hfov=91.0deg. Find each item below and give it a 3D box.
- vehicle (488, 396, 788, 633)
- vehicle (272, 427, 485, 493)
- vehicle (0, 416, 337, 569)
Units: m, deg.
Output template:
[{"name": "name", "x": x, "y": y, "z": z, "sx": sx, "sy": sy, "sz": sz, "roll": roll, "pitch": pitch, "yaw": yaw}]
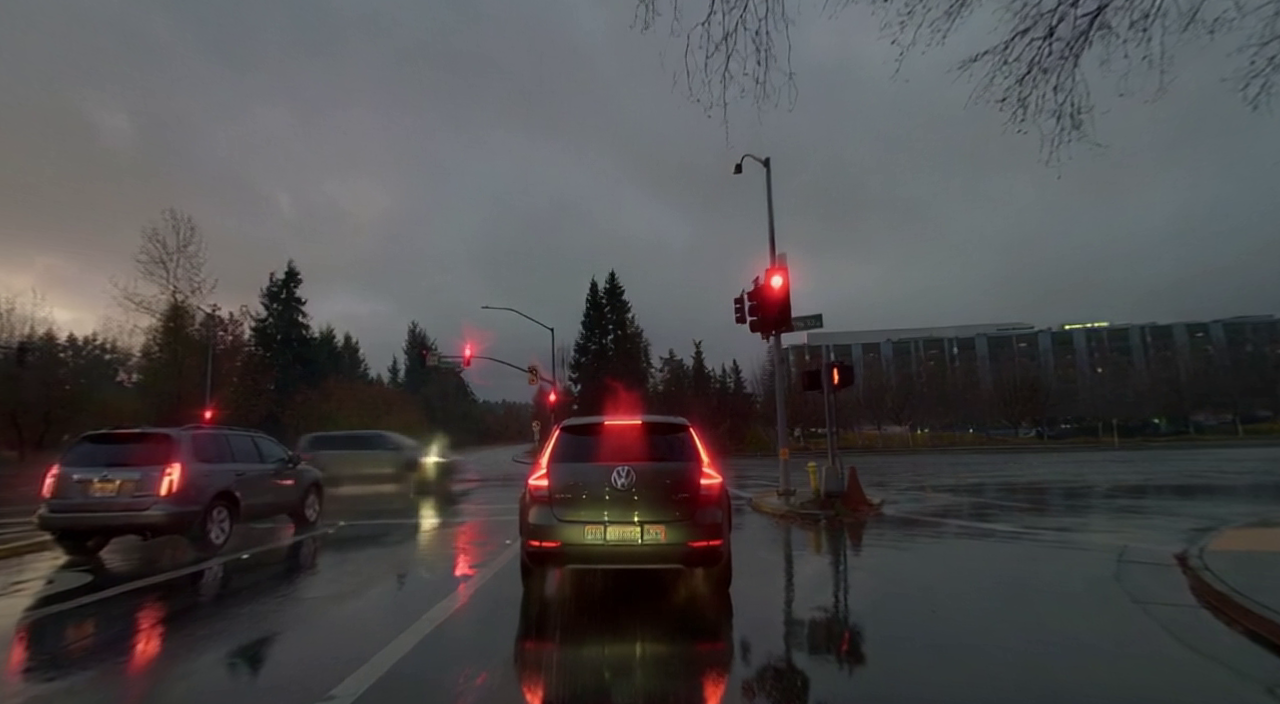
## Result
[{"name": "vehicle", "x": -0.162, "y": 1.466, "z": 6.672, "sx": 2.154, "sy": 1.670, "sz": 4.140, "roll": 1, "pitch": -9, "yaw": -5}, {"name": "vehicle", "x": -7.889, "y": 3.283, "z": 19.288, "sx": 5.623, "sy": 1.843, "sz": 2.147, "roll": -1, "pitch": -9, "yaw": 8}, {"name": "vehicle", "x": -6.395, "y": 1.904, "z": 9.295, "sx": 2.020, "sy": 1.695, "sz": 4.187, "roll": 1, "pitch": -9, "yaw": -5}]
